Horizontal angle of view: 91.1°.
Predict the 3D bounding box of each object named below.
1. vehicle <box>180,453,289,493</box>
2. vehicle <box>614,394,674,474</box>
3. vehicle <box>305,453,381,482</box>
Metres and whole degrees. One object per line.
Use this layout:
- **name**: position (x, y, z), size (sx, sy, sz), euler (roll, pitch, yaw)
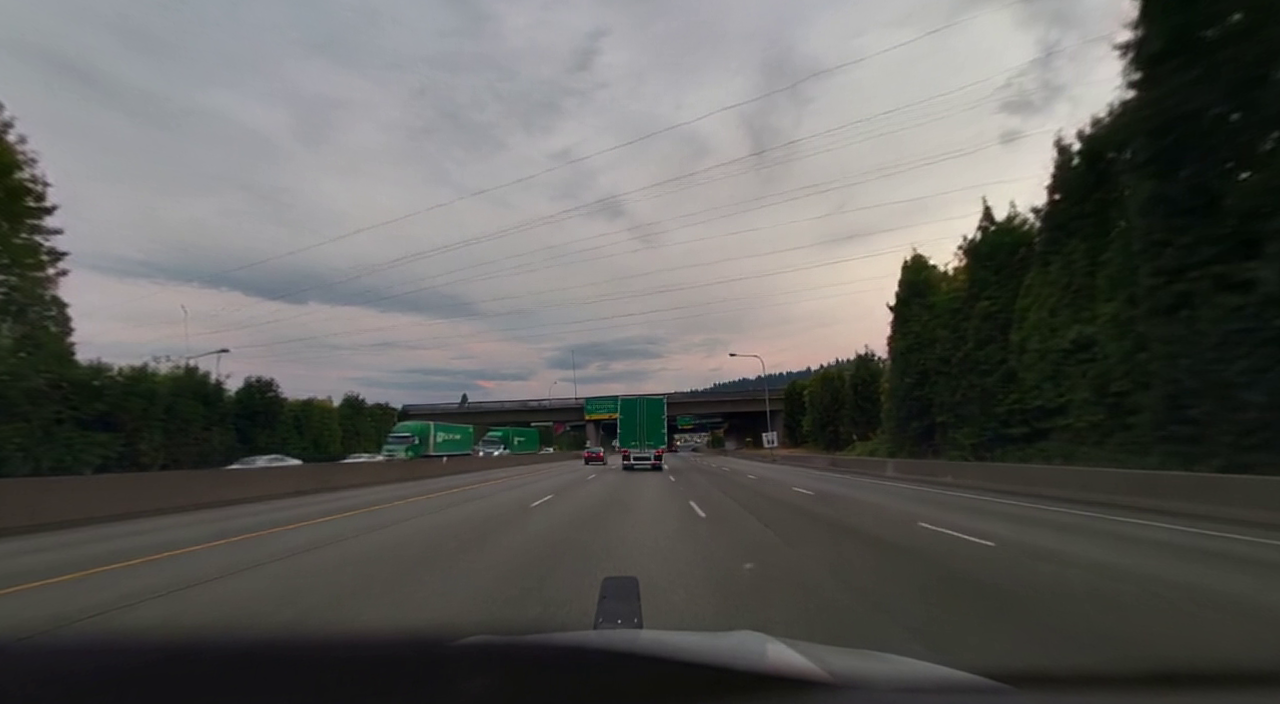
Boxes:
- **vehicle**: position (-15.755, 4.685, 24.678), size (1.722, 1.411, 3.752), euler (-1, -9, 1)
- **vehicle**: position (0.235, 5.127, 38.422), size (3.025, 4.002, 12.709), euler (0, -9, 0)
- **vehicle**: position (-16.370, 6.353, 34.944), size (1.852, 1.430, 4.631), euler (-1, -9, 2)
